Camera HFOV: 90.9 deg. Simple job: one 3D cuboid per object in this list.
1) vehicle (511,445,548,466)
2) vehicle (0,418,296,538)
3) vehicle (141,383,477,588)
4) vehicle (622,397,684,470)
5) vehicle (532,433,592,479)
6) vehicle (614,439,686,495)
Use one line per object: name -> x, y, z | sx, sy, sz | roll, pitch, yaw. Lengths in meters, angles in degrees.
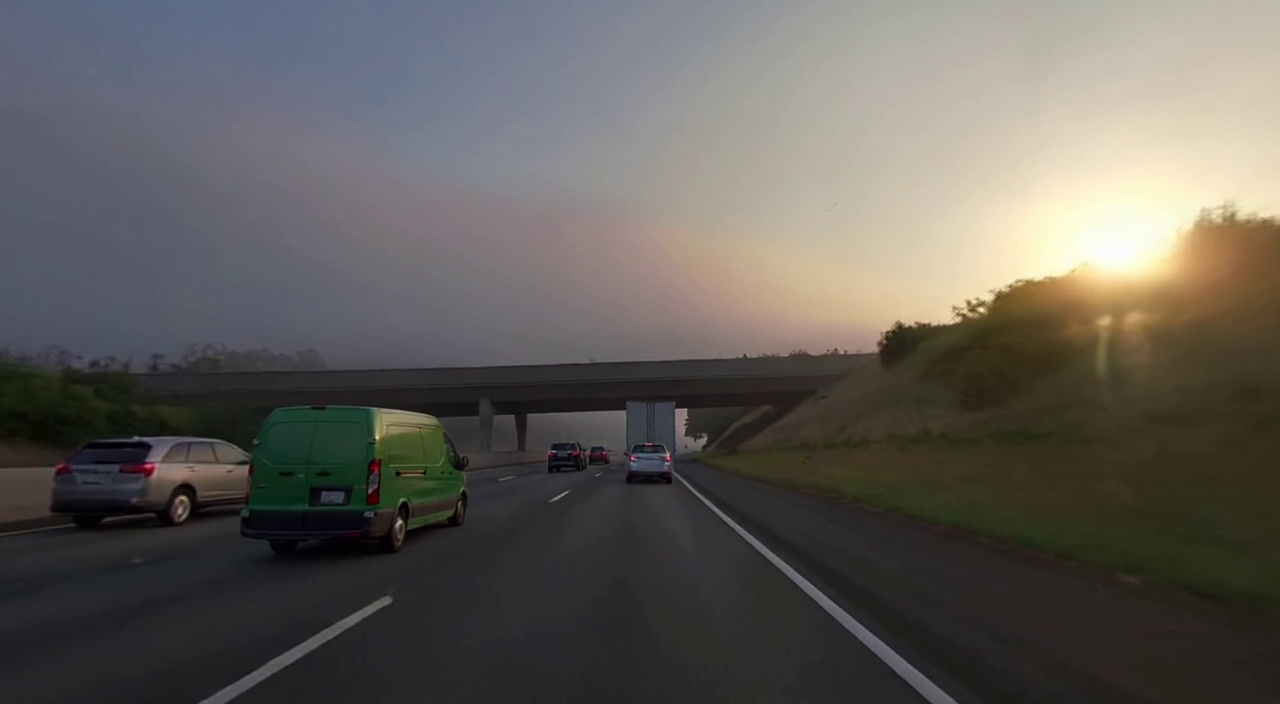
vehicle -> -7.833, 7.404, 44.969 | 1.886, 1.414, 4.028 | 0, -9, 1
vehicle -> -8.318, 2.113, 11.059 | 2.093, 1.675, 4.233 | 0, -9, 0
vehicle -> -3.581, 1.538, 7.877 | 1.951, 1.882, 3.979 | 0, -9, 0
vehicle -> 0.608, 5.734, 42.642 | 3.289, 3.822, 18.653 | 0, -9, 0
vehicle -> -3.360, 4.594, 27.980 | 2.068, 1.862, 4.234 | 0, -9, 1
vehicle -> 0.281, 3.446, 19.160 | 1.991, 1.507, 3.391 | 0, -9, 0
